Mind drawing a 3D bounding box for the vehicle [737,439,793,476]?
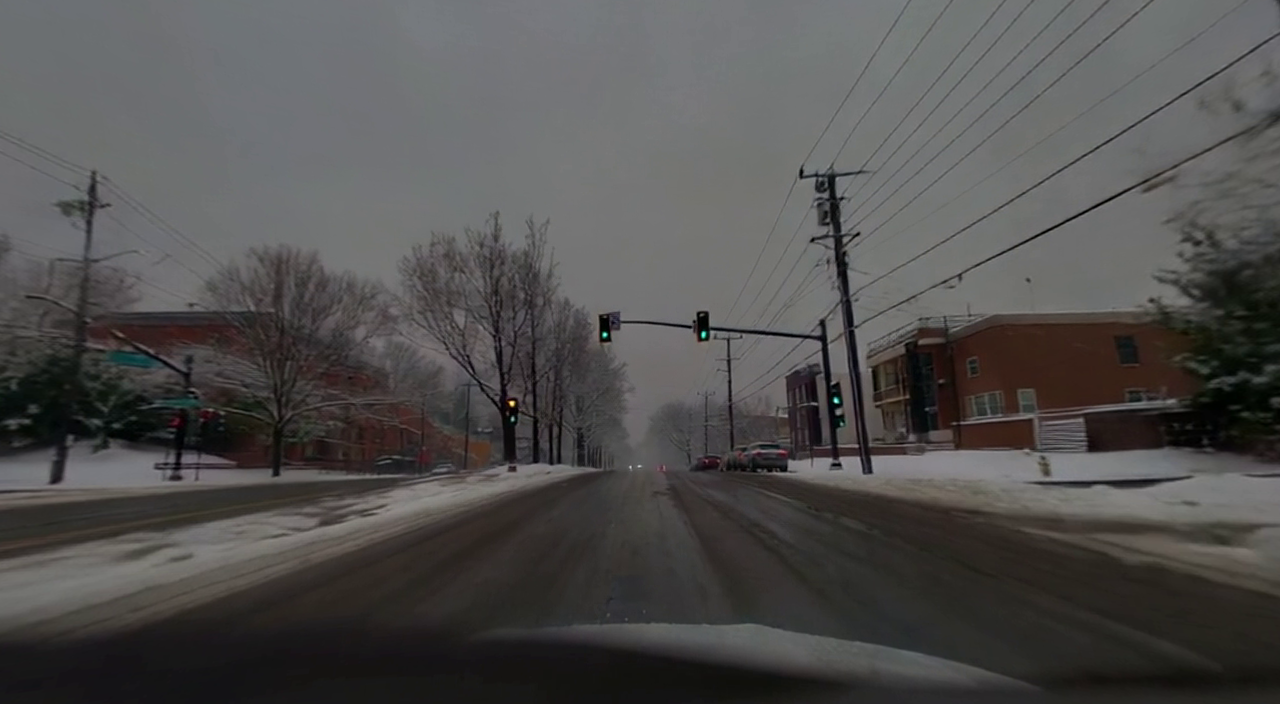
[{"bbox_3d":[7.000,5.956,35.886,2.148,1.904,4.910,0,-8,-1],"label":"vehicle"}]
